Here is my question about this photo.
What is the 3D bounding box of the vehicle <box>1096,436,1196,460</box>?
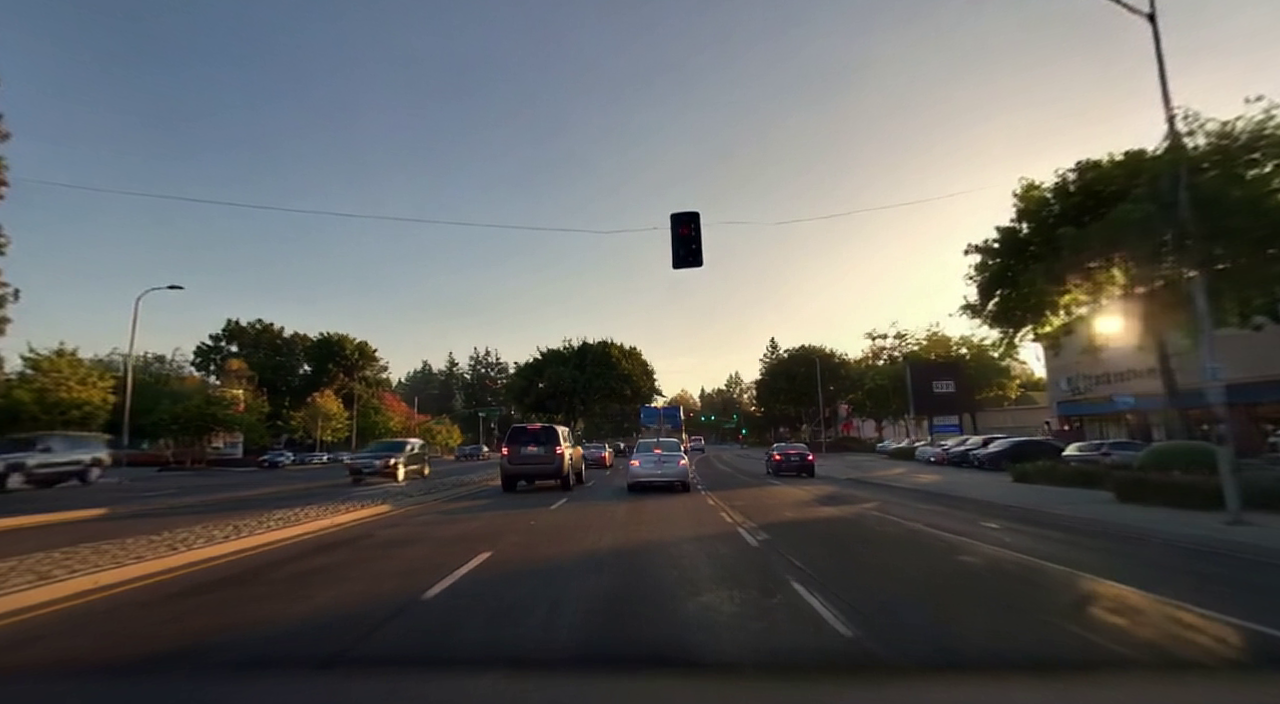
[{"bbox_3d":[31.861,6.062,39.893,1.903,1.447,4.820,1,-9,-8],"label":"vehicle"}]

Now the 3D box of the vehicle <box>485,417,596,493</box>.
[{"bbox_3d":[-2.749,3.049,18.972,2.289,1.935,5.227,0,-8,2],"label":"vehicle"}]

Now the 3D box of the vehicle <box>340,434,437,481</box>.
[{"bbox_3d":[-8.771,3.706,22.360,1.795,1.508,4.057,0,-8,-1],"label":"vehicle"}]

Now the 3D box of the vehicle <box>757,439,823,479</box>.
[{"bbox_3d":[6.112,4.378,26.165,1.900,1.507,4.151,0,-8,3],"label":"vehicle"}]

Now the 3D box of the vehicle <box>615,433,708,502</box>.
[{"bbox_3d":[0.467,2.856,16.016,2.061,1.494,4.079,0,-8,0],"label":"vehicle"}]

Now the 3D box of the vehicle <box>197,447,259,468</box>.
[{"bbox_3d":[-31.791,8.111,48.662,3.835,1.549,1.755,6,-10,-36],"label":"vehicle"}]

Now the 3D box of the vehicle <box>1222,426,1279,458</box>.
[{"bbox_3d":[40.807,5.719,40.235,2.228,1.964,5.053,-2,-8,-2],"label":"vehicle"}]

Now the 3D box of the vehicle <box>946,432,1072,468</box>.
[{"bbox_3d":[16.242,4.345,27.927,4.323,1.496,1.937,0,-8,0],"label":"vehicle"}]

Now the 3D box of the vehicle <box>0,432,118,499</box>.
[{"bbox_3d":[-18.712,3.345,18.835,2.141,1.820,4.690,0,-8,0],"label":"vehicle"}]
